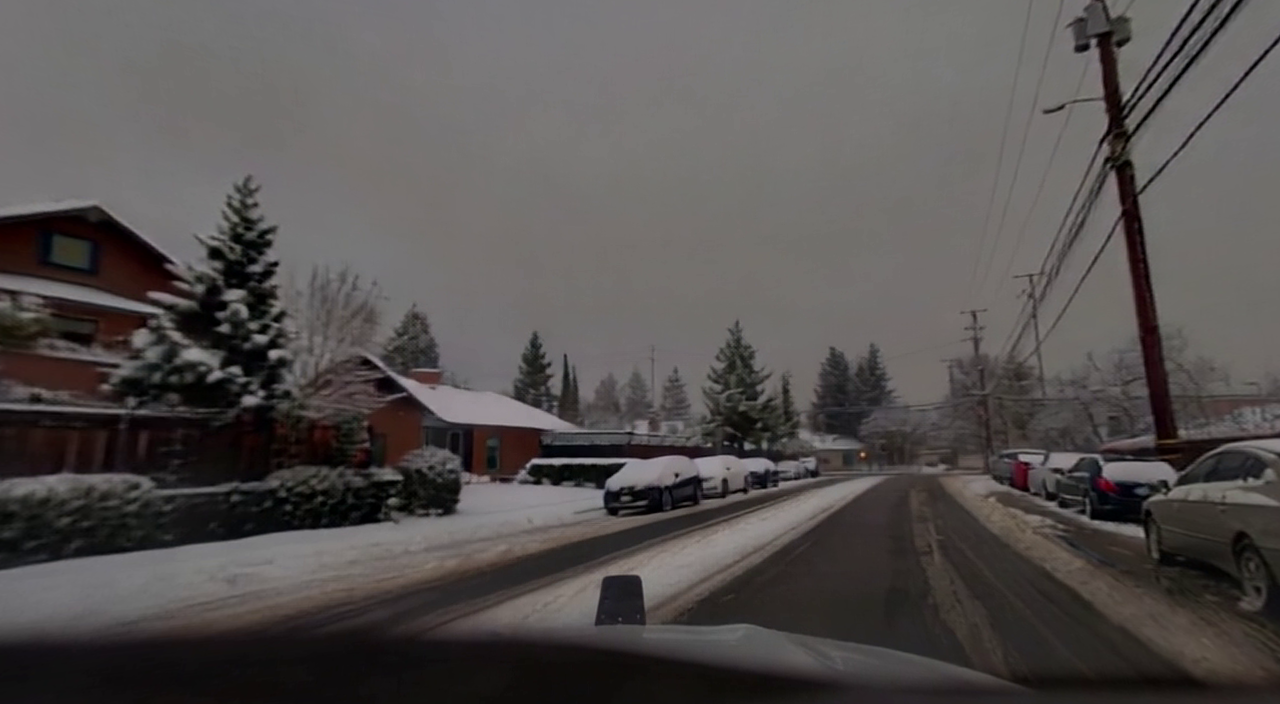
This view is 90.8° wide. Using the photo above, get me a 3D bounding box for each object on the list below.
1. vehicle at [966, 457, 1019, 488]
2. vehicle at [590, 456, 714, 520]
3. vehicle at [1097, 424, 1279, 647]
[{"bbox_3d":[19.037,6.475,34.271,1.979,1.480,4.500,-4,-9,23],"label":"vehicle"},{"bbox_3d":[0.501,3.728,17.905,1.930,1.478,4.731,-4,-9,22],"label":"vehicle"},{"bbox_3d":[6.769,1.618,6.330,2.439,1.670,4.631,-4,-9,23],"label":"vehicle"}]
